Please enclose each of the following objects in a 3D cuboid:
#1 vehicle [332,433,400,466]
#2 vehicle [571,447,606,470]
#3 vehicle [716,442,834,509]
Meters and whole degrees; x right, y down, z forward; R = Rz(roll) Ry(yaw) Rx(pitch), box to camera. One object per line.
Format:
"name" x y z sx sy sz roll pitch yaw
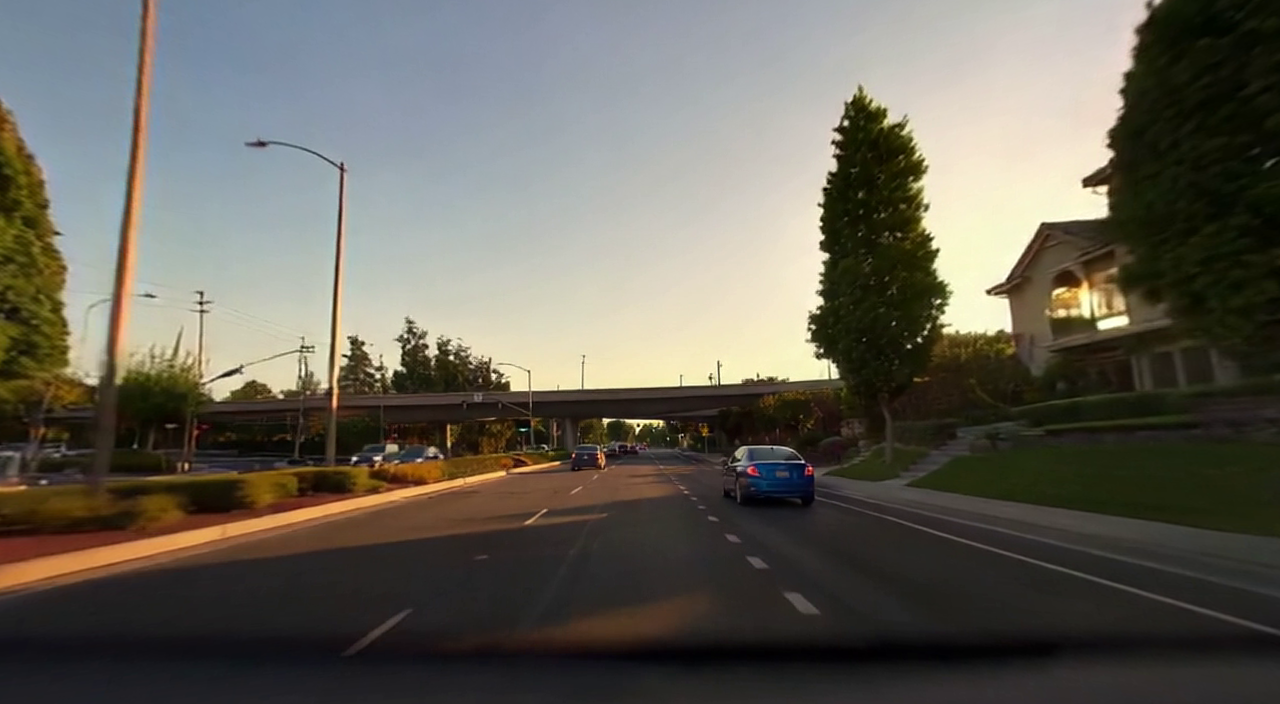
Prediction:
"vehicle" -17.290 6.116 40.180 2.148 1.901 4.955 0 -7 0
"vehicle" -3.564 7.406 44.255 2.041 1.460 4.036 0 -8 1
"vehicle" 3.375 3.154 16.704 2.068 1.497 4.247 0 -8 -1
